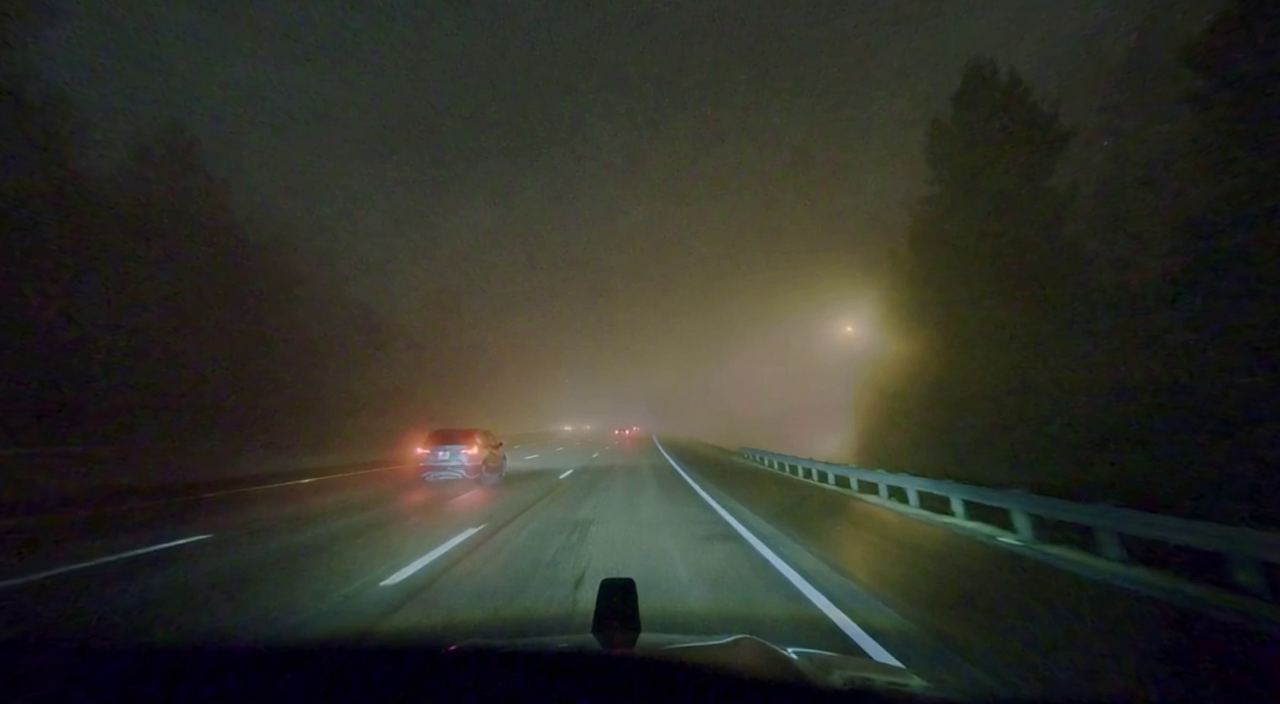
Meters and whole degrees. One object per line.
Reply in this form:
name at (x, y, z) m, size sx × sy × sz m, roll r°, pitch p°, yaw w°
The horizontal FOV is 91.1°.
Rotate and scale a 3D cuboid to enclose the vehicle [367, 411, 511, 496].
vehicle at (-4.570, 2.384, 15.114) m, size 1.980 × 1.721 × 4.419 m, roll 0°, pitch -8°, yaw 0°
